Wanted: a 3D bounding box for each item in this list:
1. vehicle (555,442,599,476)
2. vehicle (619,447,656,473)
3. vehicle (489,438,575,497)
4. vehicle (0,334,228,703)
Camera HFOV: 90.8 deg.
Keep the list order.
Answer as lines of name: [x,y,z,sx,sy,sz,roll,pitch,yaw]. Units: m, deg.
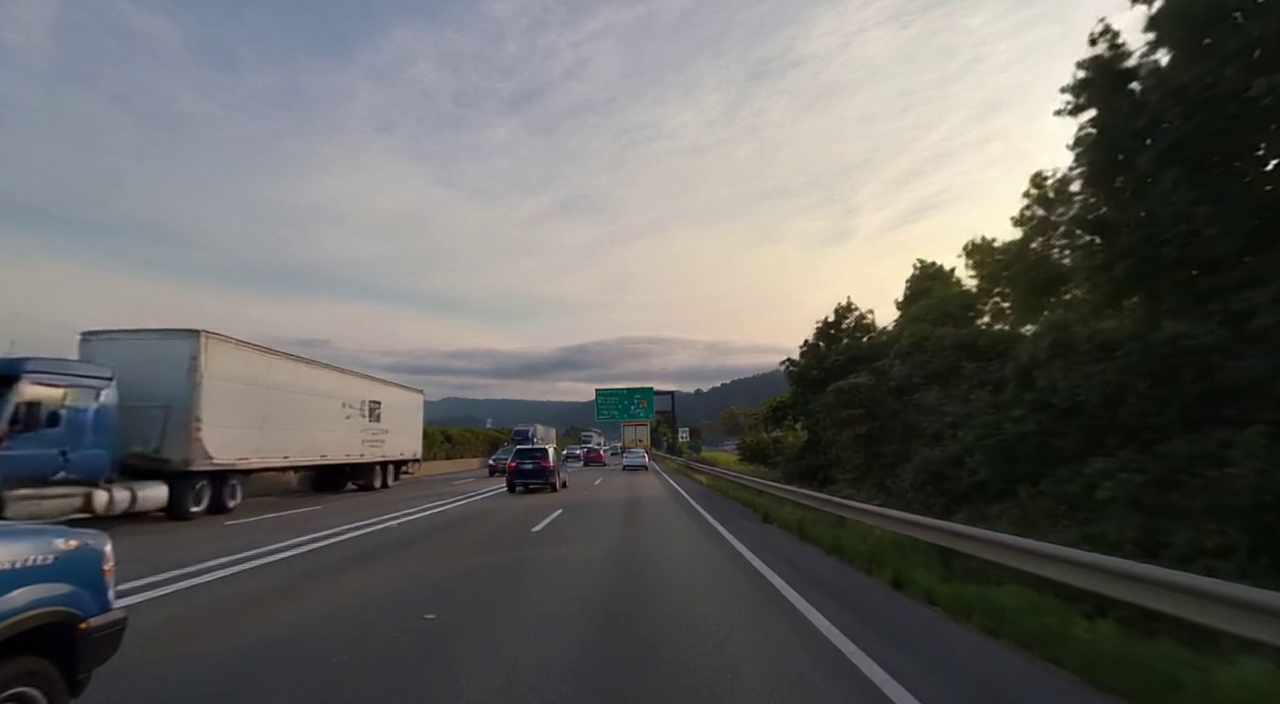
vehicle: [-3.291,5.652,33.570,1.994,1.663,4.047,0,-9,-1]
vehicle: [-0.171,6.326,37.171,2.095,1.393,3.908,0,-9,-1]
vehicle: [-3.212,3.517,19.635,1.937,1.600,4.141,0,-9,0]
vehicle: [-3.154,0.617,0.840,2.117,1.688,4.582,0,-9,0]
